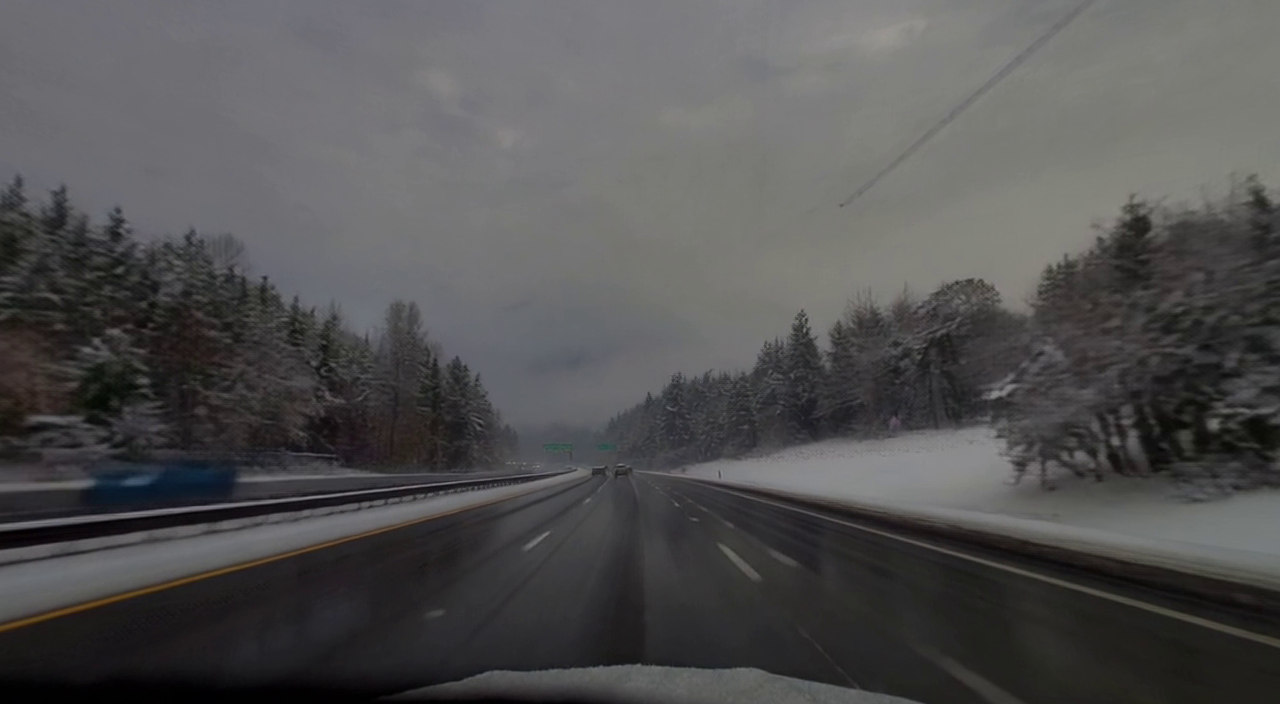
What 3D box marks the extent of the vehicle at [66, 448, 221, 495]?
[{"bbox_3d":[-17.667,4.303,22.775,1.882,1.481,4.548,1,-11,-1],"label":"vehicle"}]
